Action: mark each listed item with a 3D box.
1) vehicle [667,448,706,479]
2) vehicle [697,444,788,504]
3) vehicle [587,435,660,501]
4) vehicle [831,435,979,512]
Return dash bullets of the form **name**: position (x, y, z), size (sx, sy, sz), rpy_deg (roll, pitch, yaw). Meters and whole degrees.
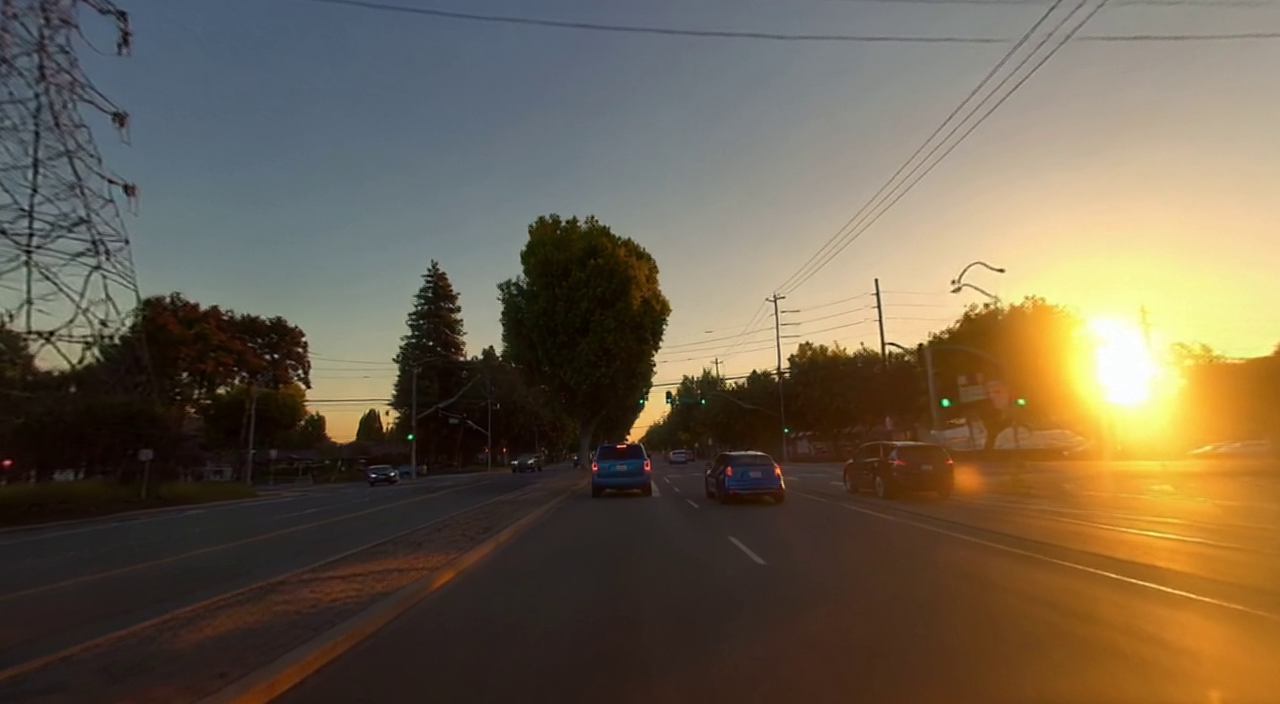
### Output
- **vehicle**: position (2.759, 6.764, 38.606), size (1.915, 1.765, 4.047), rpy_deg (0, -9, -2)
- **vehicle**: position (2.961, 3.631, 19.282), size (1.880, 1.579, 4.401), rpy_deg (0, -9, -2)
- **vehicle**: position (-0.561, 3.927, 21.797), size (2.231, 1.998, 4.254), rpy_deg (0, -9, -1)
- **vehicle**: position (6.781, 3.129, 16.797), size (1.929, 1.753, 4.396), rpy_deg (0, -9, -1)
